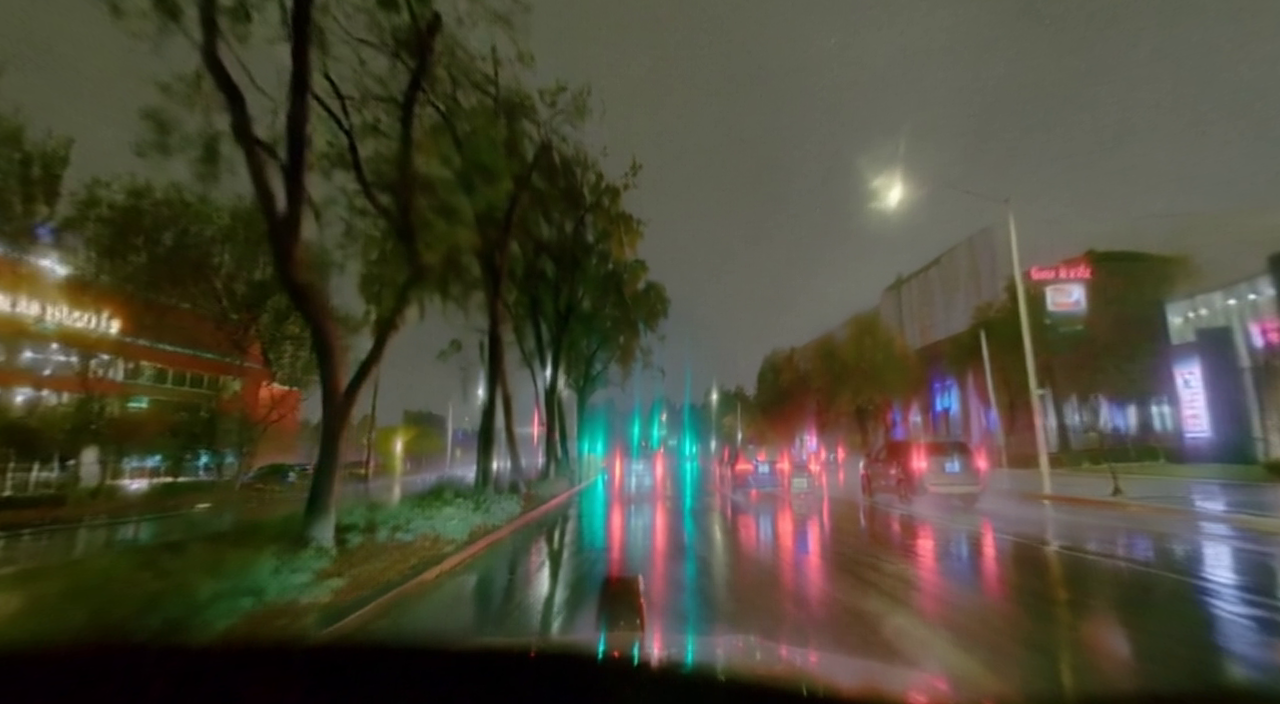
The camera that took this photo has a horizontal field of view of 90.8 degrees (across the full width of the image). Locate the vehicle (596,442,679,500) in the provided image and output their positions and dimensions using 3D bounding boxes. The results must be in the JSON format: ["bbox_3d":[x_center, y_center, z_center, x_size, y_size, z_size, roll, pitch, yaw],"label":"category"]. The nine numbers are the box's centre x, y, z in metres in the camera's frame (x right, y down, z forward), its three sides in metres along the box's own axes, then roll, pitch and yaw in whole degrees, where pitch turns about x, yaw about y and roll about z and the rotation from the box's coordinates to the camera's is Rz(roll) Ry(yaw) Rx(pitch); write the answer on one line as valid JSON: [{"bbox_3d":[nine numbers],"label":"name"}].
[{"bbox_3d":[-0.122,3.349,18.133,2.101,1.444,4.248,0,-9,-1],"label":"vehicle"}]

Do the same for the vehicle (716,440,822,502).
[{"bbox_3d":[3.423,3.270,17.690,1.993,1.477,4.240,0,-9,-1],"label":"vehicle"}]

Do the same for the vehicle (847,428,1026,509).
[{"bbox_3d":[7.148,2.882,15.986,2.052,1.708,4.842,0,-9,-1],"label":"vehicle"}]
